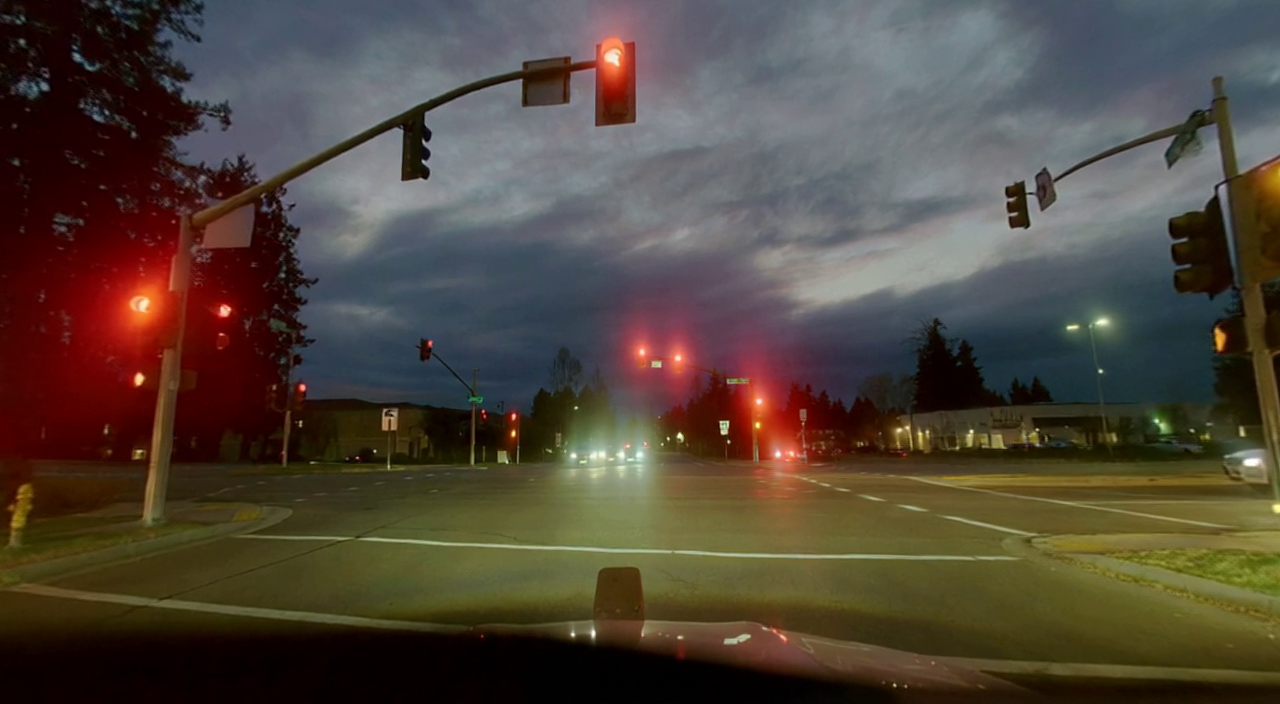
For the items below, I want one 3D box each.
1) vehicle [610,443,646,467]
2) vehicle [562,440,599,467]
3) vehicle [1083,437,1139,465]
[{"bbox_3d":[-0.843,6.827,41.990,2.056,1.492,3.937,1,-9,-6],"label":"vehicle"},{"bbox_3d":[-4.105,7.108,44.318,2.251,1.756,4.610,0,-9,-2],"label":"vehicle"},{"bbox_3d":[26.979,5.658,36.139,2.092,1.474,4.046,-8,-11,41],"label":"vehicle"}]
